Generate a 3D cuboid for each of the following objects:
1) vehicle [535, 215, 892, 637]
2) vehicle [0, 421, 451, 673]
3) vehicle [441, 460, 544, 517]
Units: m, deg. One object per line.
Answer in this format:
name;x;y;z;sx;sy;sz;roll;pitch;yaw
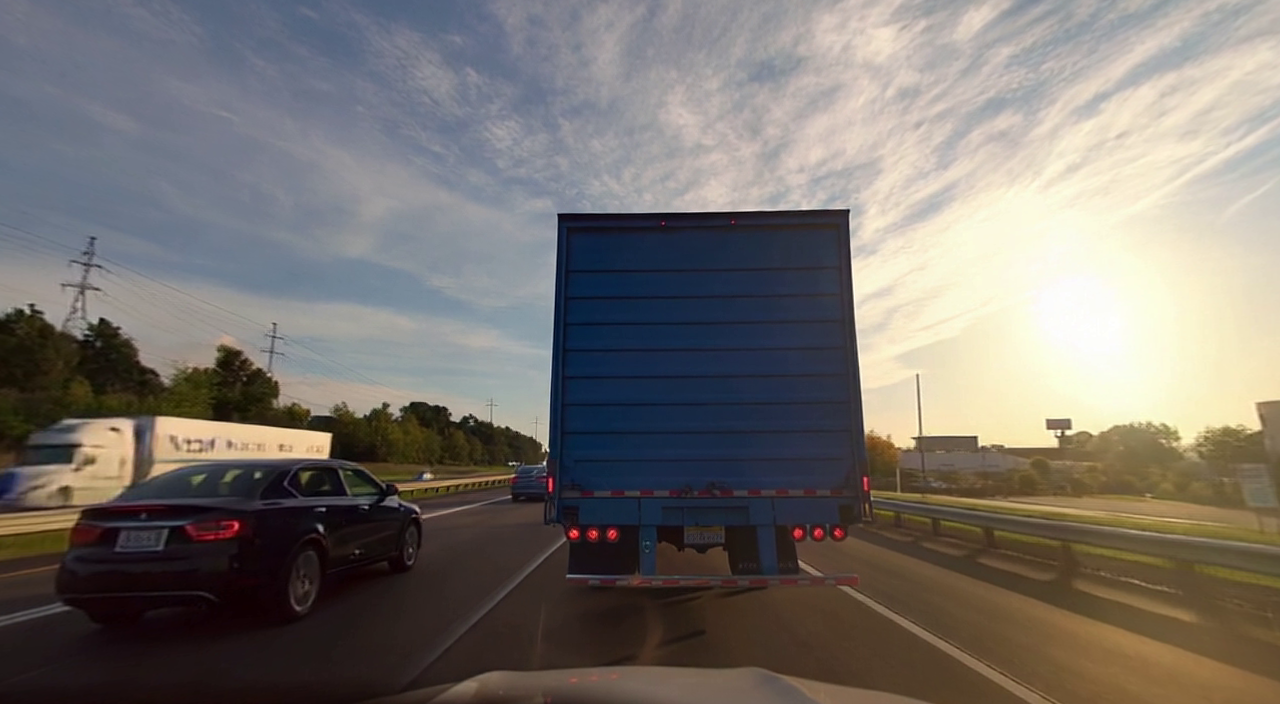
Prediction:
vehicle;0.721;1.309;9.602;2.831;3.529;8.689;0;-11;2
vehicle;-3.802;1.705;6.597;1.983;1.575;4.973;0;-11;1
vehicle;-4.229;4.019;18.890;1.891;1.469;4.431;0;-11;2
